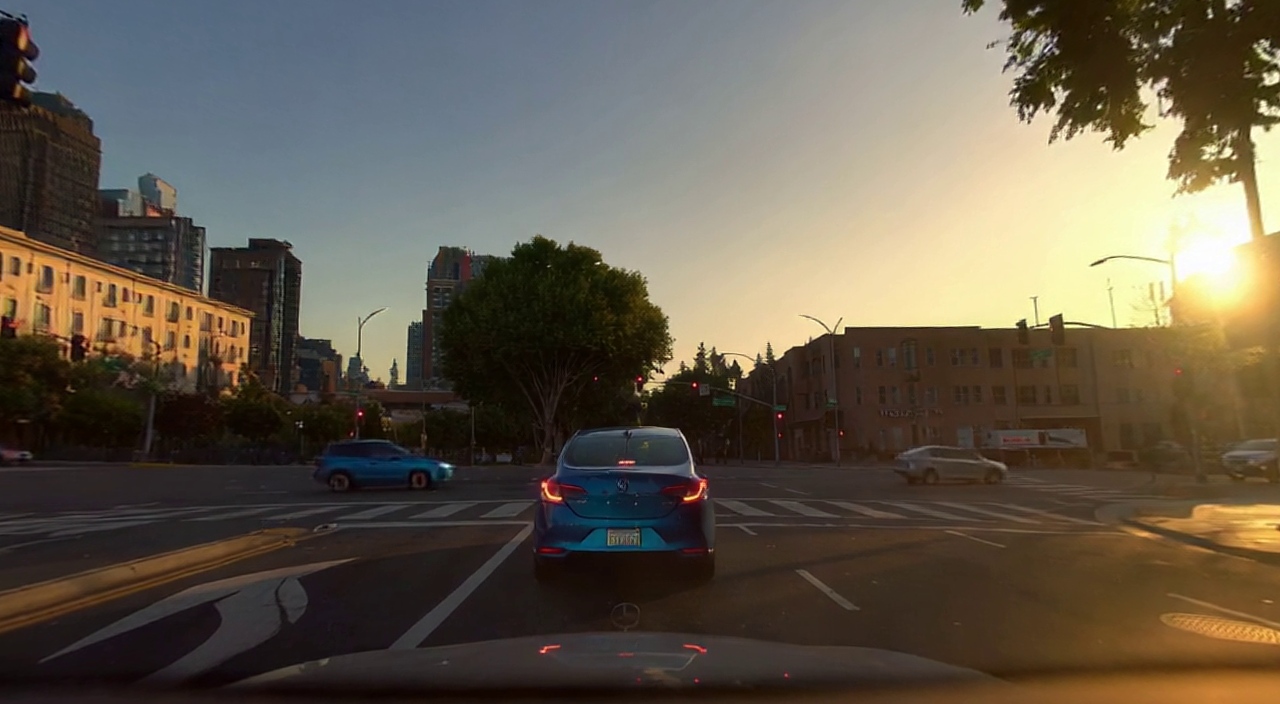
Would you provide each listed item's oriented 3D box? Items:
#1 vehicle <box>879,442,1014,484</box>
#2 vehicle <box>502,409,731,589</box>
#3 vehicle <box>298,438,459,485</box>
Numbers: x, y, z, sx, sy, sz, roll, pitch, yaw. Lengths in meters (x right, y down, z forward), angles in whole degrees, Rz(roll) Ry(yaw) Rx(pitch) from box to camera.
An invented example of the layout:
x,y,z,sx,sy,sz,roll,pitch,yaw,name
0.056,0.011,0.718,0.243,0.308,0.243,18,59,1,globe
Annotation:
x,y,z,sx,sy,sz,roll,pitch,yaw,name
13.415,4.851,27.837,4.912,1.731,2.022,1,-8,-5,vehicle
-0.247,1.622,7.769,2.066,1.618,3.922,0,-8,-1,vehicle
-9.277,3.908,22.771,4.891,1.591,2.067,0,-8,-1,vehicle
